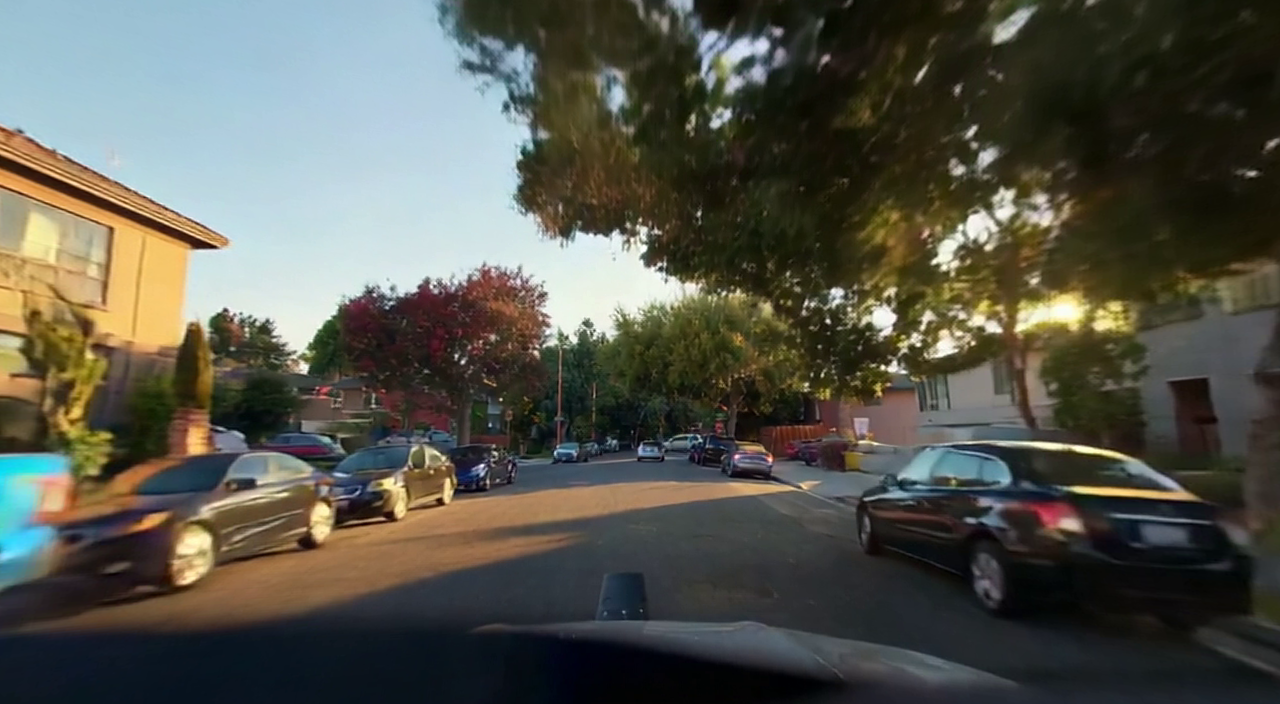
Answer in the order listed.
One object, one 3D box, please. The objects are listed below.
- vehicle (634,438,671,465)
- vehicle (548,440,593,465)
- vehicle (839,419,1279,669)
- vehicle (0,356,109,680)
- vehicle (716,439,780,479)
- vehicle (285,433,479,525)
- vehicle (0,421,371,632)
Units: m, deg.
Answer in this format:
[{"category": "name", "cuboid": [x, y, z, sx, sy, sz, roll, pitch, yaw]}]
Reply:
[{"category": "vehicle", "cuboid": [0.732, 5.856, 37.015, 2.010, 1.499, 4.107, 0, -8, 1]}, {"category": "vehicle", "cuboid": [-4.259, 6.253, 39.196, 1.999, 1.441, 4.628, -1, -8, 3]}, {"category": "vehicle", "cuboid": [3.769, 1.539, 6.270, 2.068, 1.558, 4.511, 0, -8, 0]}, {"category": "vehicle", "cuboid": [-4.769, 0.676, 1.837, 2.162, 1.857, 4.758, 2, -8, 0]}, {"category": "vehicle", "cuboid": [4.334, 4.375, 25.914, 1.876, 1.477, 4.324, 0, -8, 0]}, {"category": "vehicle", "cuboid": [-4.819, 2.408, 12.534, 1.876, 1.500, 4.361, 0, -8, 2]}, {"category": "vehicle", "cuboid": [-4.806, 1.561, 6.715, 1.791, 1.483, 4.339, 0, -8, 2]}]
